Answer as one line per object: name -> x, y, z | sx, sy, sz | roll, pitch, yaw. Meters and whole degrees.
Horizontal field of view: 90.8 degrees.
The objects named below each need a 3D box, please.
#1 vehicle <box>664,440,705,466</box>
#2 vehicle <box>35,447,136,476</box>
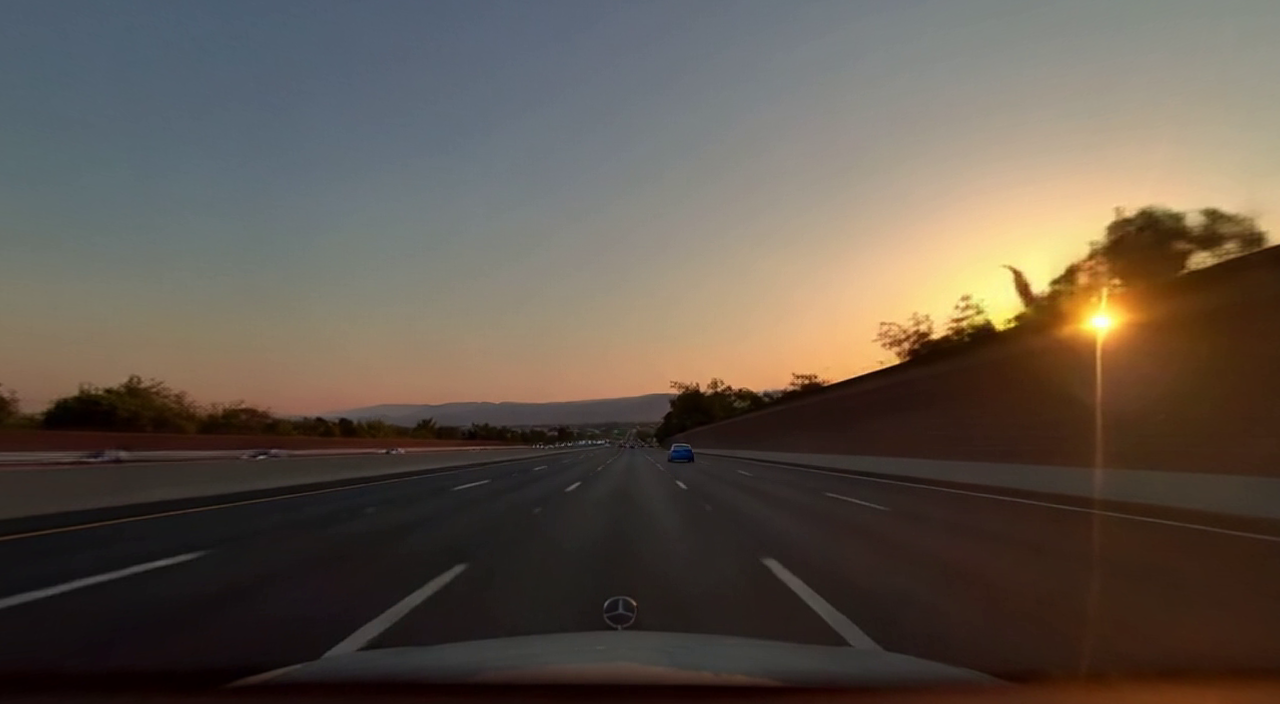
vehicle -> 2.771, 6.455, 40.511 | 2.270, 1.615, 3.770 | 0, -8, -2
vehicle -> -36.442, 7.199, 41.740 | 2.102, 1.749, 5.000 | 0, -8, 0
